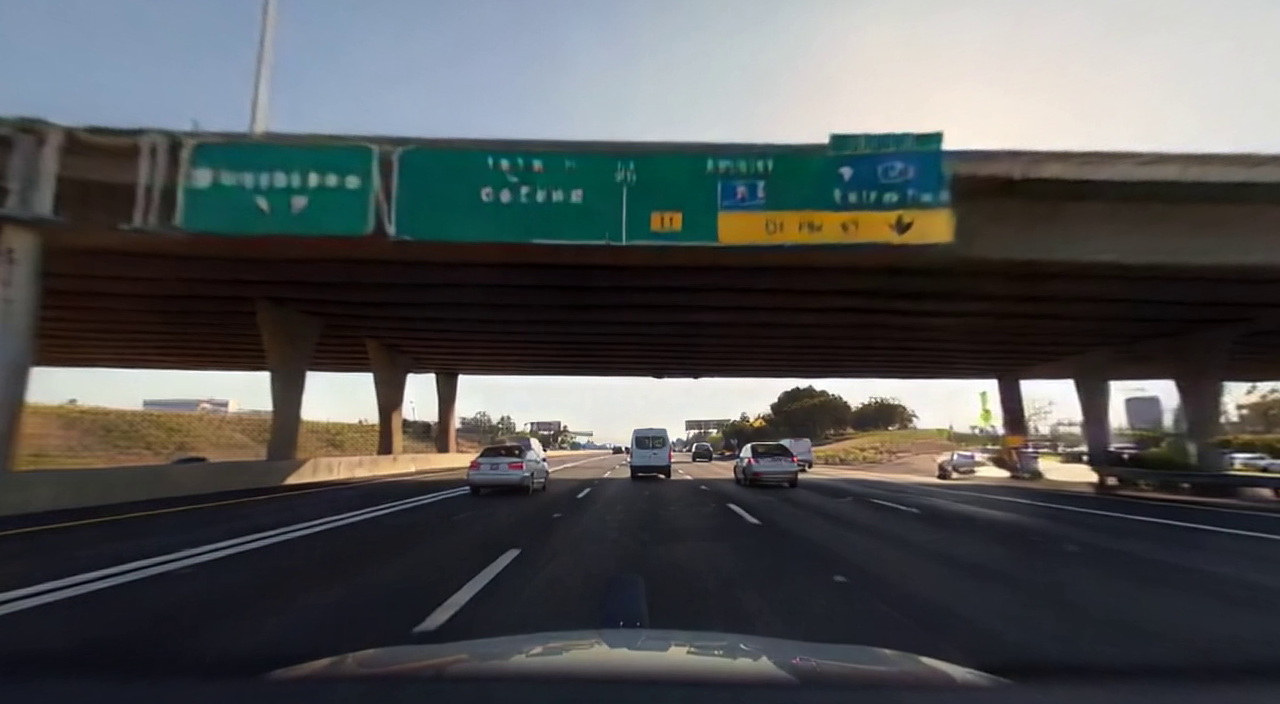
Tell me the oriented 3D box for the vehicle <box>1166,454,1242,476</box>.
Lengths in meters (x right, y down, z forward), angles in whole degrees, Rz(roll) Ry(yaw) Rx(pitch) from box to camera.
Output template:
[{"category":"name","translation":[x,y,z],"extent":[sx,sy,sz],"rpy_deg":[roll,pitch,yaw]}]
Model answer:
[{"category":"vehicle","translation":[41.085,8.241,45.932],"extent":[3.667,1.480,1.749],"rpy_deg":[-1,-9,7]}]

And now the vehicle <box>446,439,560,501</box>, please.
[{"category":"vehicle","translation":[-3.816,3.386,18.556],"extent":[2.173,1.542,4.781],"rpy_deg":[0,-9,2]}]

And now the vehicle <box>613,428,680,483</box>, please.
[{"category":"vehicle","translation":[0.257,4.270,26.290],"extent":[2.509,2.062,4.639],"rpy_deg":[0,-9,0]}]

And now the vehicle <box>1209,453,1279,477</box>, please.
[{"category":"vehicle","translation":[39.736,7.312,40.778],"extent":[3.704,1.461,1.891],"rpy_deg":[-1,-9,7]}]

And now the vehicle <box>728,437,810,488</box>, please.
[{"category":"vehicle","translation":[4.641,4.032,23.315],"extent":[2.146,1.678,4.489],"rpy_deg":[0,-9,1]}]

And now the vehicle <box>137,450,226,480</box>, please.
[{"category":"vehicle","translation":[-26.793,6.582,36.967],"extent":[1.952,1.623,4.121],"rpy_deg":[0,-9,2]}]
